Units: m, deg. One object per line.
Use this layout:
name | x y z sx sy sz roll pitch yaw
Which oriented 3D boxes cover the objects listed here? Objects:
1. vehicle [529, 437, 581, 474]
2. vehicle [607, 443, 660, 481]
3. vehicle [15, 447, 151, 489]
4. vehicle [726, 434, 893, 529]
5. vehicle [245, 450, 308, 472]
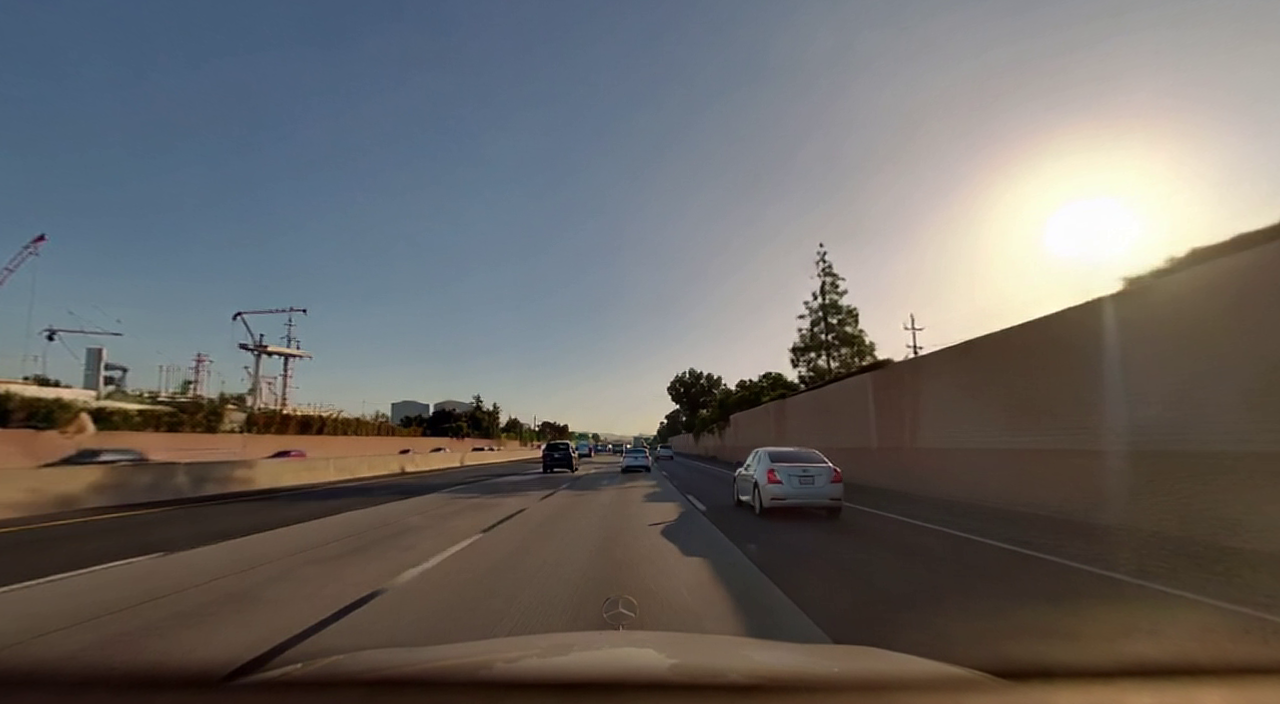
vehicle | -4.371 5.409 33.141 2.121 1.775 4.335 0 -8 1
vehicle | -0.294 4.561 26.454 2.045 1.452 4.040 0 -8 -1
vehicle | -22.026 4.556 25.237 1.751 1.510 3.999 0 -8 0
vehicle | 3.071 2.448 12.598 1.917 1.507 4.540 0 -8 -2
vehicle | -25.927 7.786 45.254 1.819 1.477 4.502 0 -8 0
